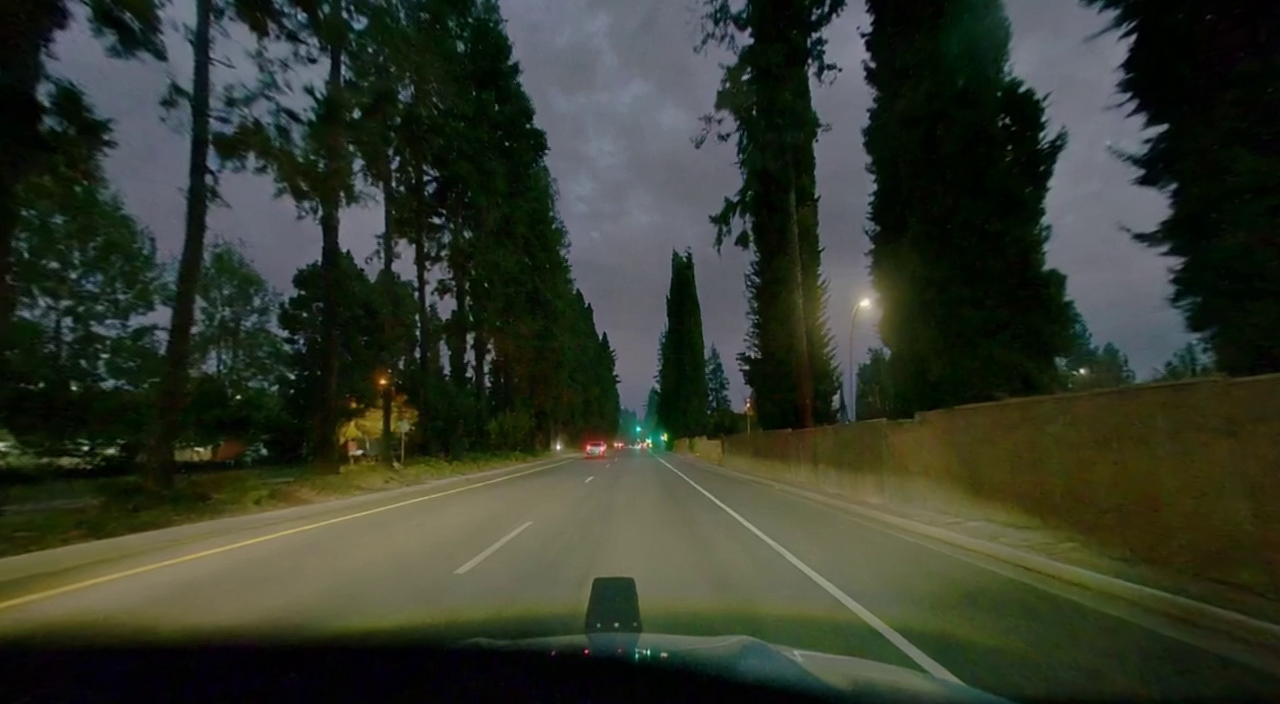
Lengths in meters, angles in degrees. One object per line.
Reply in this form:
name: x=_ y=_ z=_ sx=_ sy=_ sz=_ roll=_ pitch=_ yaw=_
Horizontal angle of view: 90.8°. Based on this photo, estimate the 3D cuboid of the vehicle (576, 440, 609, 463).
vehicle: x=-3.567 y=7.542 z=47.999 sx=2.221 sy=1.707 sz=4.243 roll=0 pitch=-8 yaw=0
